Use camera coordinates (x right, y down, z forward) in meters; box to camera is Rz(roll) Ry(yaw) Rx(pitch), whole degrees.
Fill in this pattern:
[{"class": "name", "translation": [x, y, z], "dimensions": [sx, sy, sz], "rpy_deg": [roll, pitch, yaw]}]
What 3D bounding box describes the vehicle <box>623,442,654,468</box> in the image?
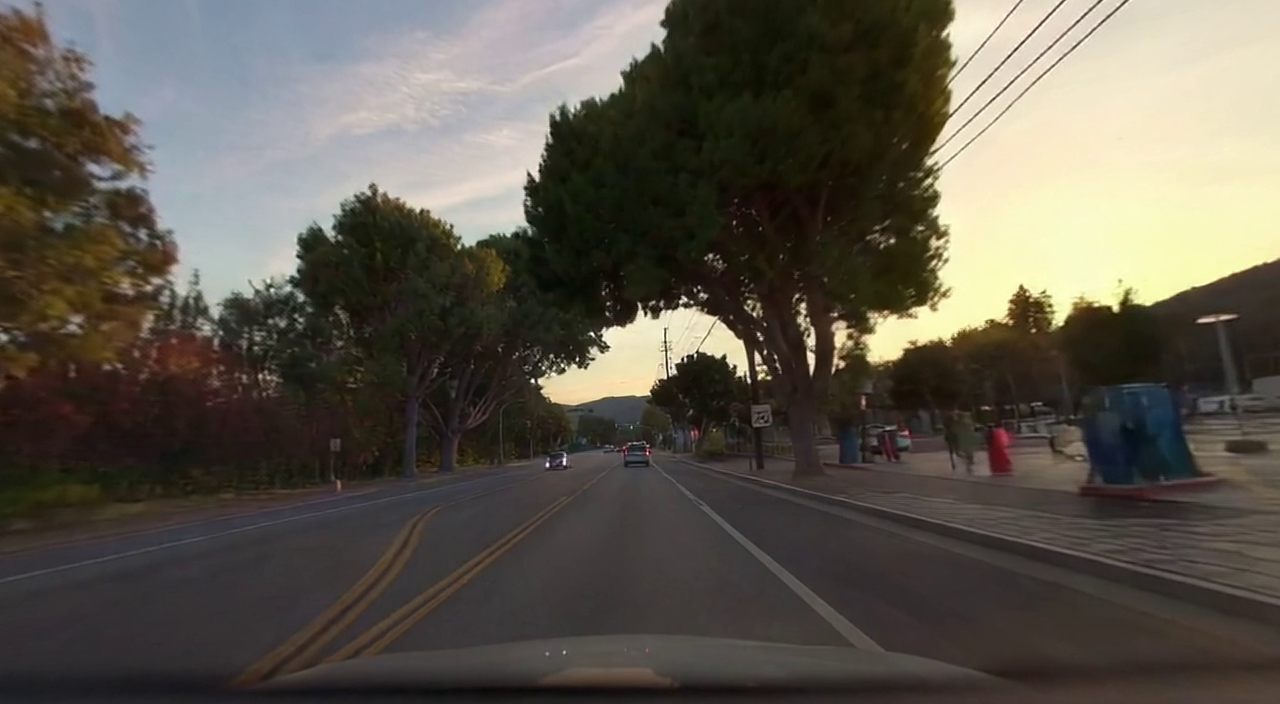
[{"class": "vehicle", "translation": [-0.124, 7.351, 45.147], "dimensions": [2.163, 1.746, 4.073], "rpy_deg": [0, -8, -1]}]
